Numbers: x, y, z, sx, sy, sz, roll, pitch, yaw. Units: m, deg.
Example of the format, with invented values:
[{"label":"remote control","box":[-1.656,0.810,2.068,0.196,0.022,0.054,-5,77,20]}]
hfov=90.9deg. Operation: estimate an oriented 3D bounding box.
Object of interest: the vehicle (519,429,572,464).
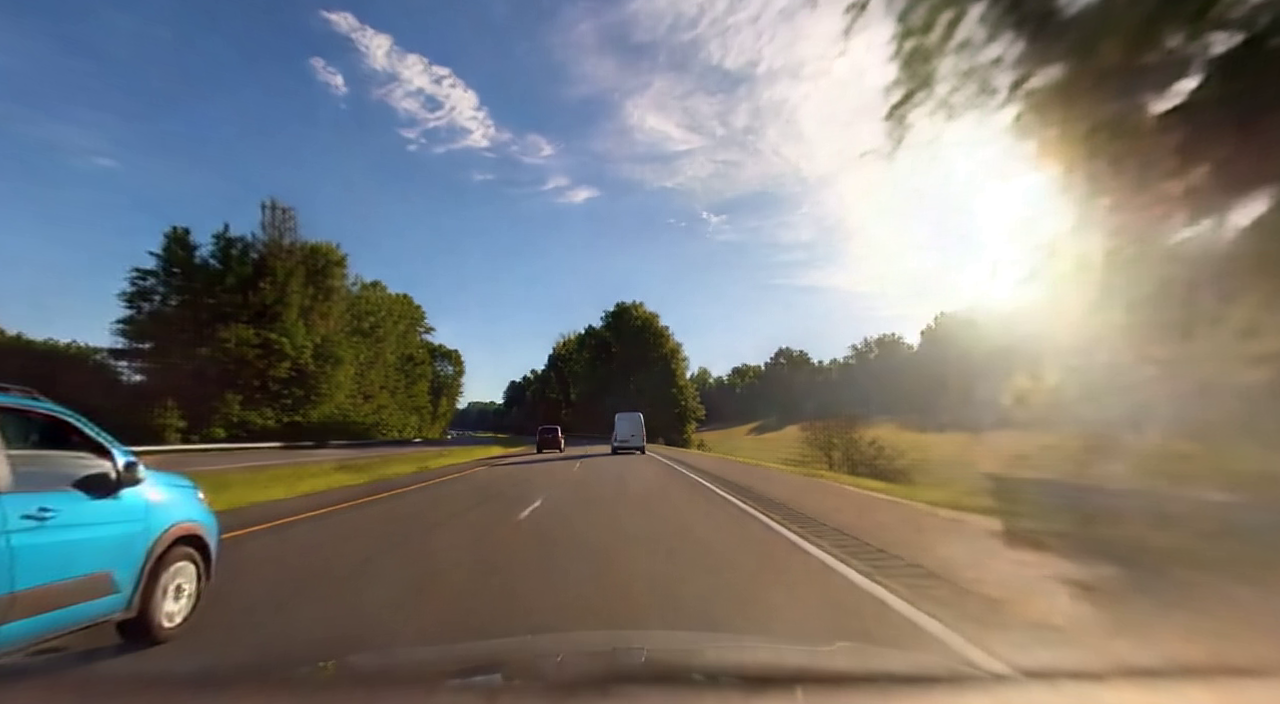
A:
[{"label":"vehicle","box":[-4.725,4.782,32.012,2.110,1.636,4.453,0,-8,-1]}]

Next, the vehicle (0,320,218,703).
[{"label":"vehicle","box":[-3.811,0.603,1.721,2.069,1.751,4.720,0,-8,-1]}]

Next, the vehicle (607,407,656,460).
[{"label":"vehicle","box":[-0.628,4.884,37.546,2.647,2.896,6.480,0,-8,-3]}]
